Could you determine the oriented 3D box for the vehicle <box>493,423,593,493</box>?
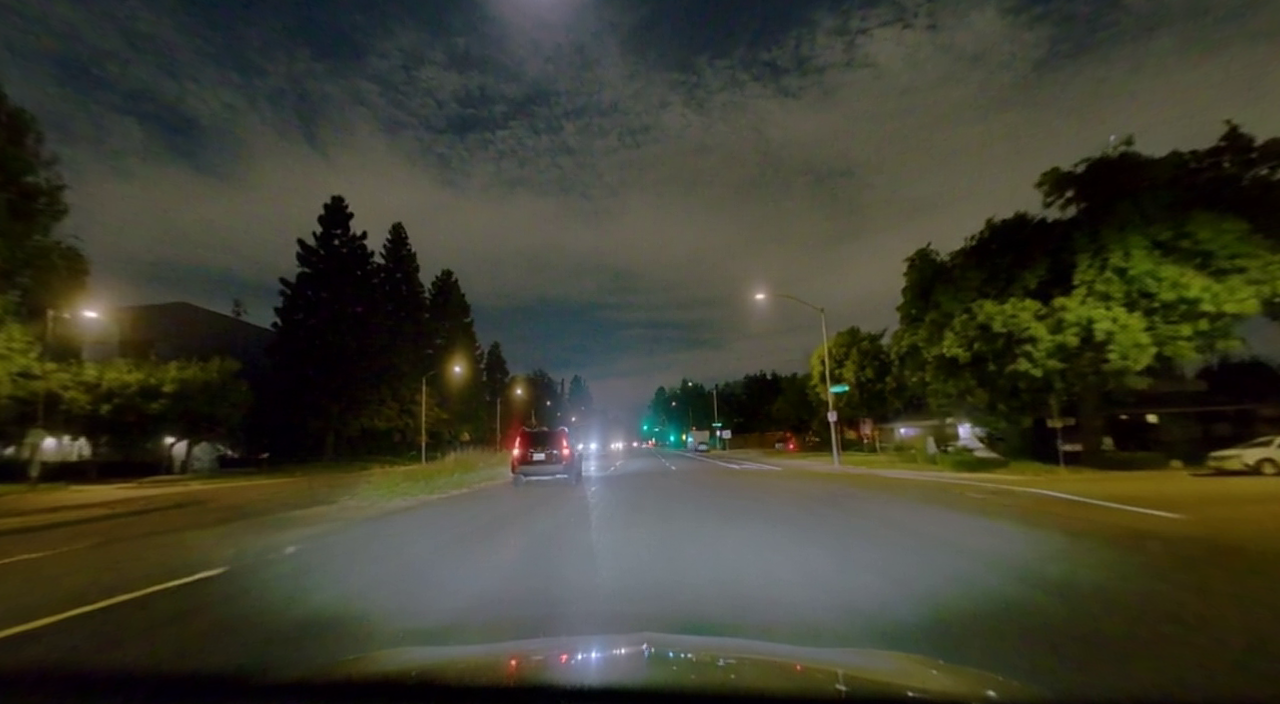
[{"bbox_3d":[-2.775,3.186,19.323,2.179,1.851,4.756,-1,-8,2],"label":"vehicle"}]

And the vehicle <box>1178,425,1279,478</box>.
[{"bbox_3d":[22.526,3.478,22.251,4.802,1.760,2.374,0,-8,1],"label":"vehicle"}]
